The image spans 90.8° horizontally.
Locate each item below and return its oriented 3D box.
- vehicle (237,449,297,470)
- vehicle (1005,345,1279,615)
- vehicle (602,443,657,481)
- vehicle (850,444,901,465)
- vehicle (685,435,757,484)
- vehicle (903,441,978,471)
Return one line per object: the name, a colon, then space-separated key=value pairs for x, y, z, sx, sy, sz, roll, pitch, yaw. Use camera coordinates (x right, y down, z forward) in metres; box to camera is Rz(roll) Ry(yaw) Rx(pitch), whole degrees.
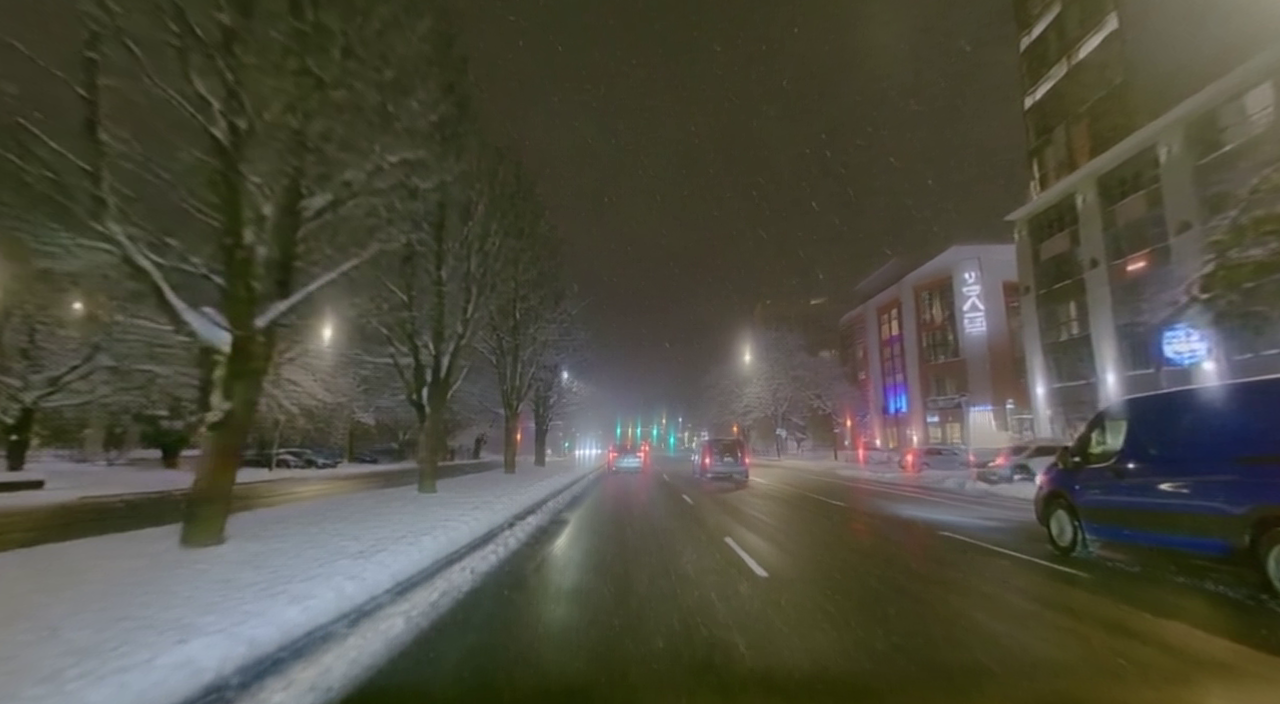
vehicle: x=-29.133 y=8.392 z=49.515 sx=1.877 sy=1.455 sz=4.629 roll=0 pitch=-8 yaw=0
vehicle: x=6.377 y=1.136 z=5.853 sx=2.573 sy=2.127 sz=5.568 roll=0 pitch=-8 yaw=-1
vehicle: x=-0.453 y=4.505 z=26.154 sx=2.095 sy=1.456 sz=3.873 roll=0 pitch=-8 yaw=-1
vehicle: x=18.297 y=7.981 z=49.370 sx=2.017 sy=1.466 sz=4.733 roll=0 pitch=-8 yaw=-3
vehicle: x=3.001 y=4.100 z=24.354 sx=2.047 sy=1.711 sz=4.265 roll=0 pitch=-8 yaw=-2
vehicle: x=17.130 y=5.926 z=36.287 sx=2.065 sy=1.603 sz=4.264 roll=0 pitch=-8 yaw=-2
